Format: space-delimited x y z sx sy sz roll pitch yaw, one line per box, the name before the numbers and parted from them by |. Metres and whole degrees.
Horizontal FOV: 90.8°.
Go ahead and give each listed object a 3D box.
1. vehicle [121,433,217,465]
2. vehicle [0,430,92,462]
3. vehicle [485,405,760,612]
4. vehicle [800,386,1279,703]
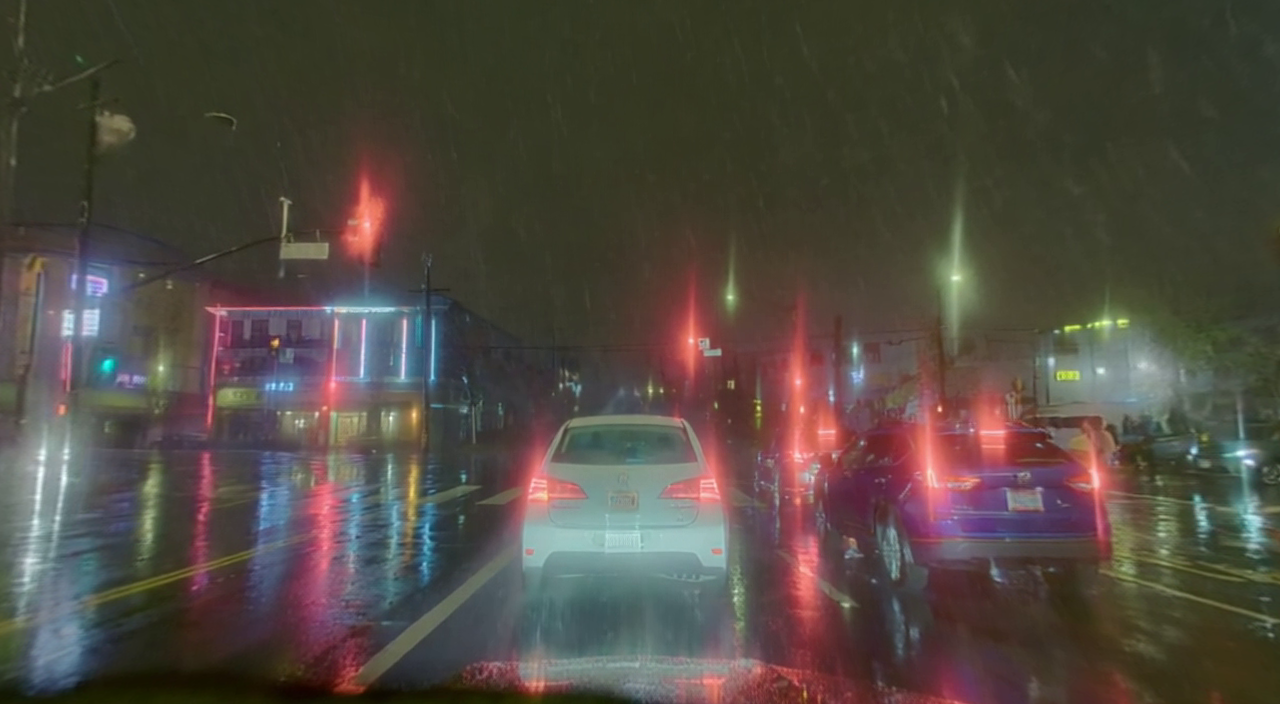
vehicle | -25.300 5.216 33.971 4.253 1.570 2.132 -4 -9 22
vehicle | -32.091 5.076 34.129 4.164 1.652 2.087 -4 -9 25
vehicle | -0.139 1.560 7.318 2.123 1.589 4.702 0 -8 0
vehicle | 3.032 1.331 5.582 1.983 1.654 4.354 0 -8 -2
